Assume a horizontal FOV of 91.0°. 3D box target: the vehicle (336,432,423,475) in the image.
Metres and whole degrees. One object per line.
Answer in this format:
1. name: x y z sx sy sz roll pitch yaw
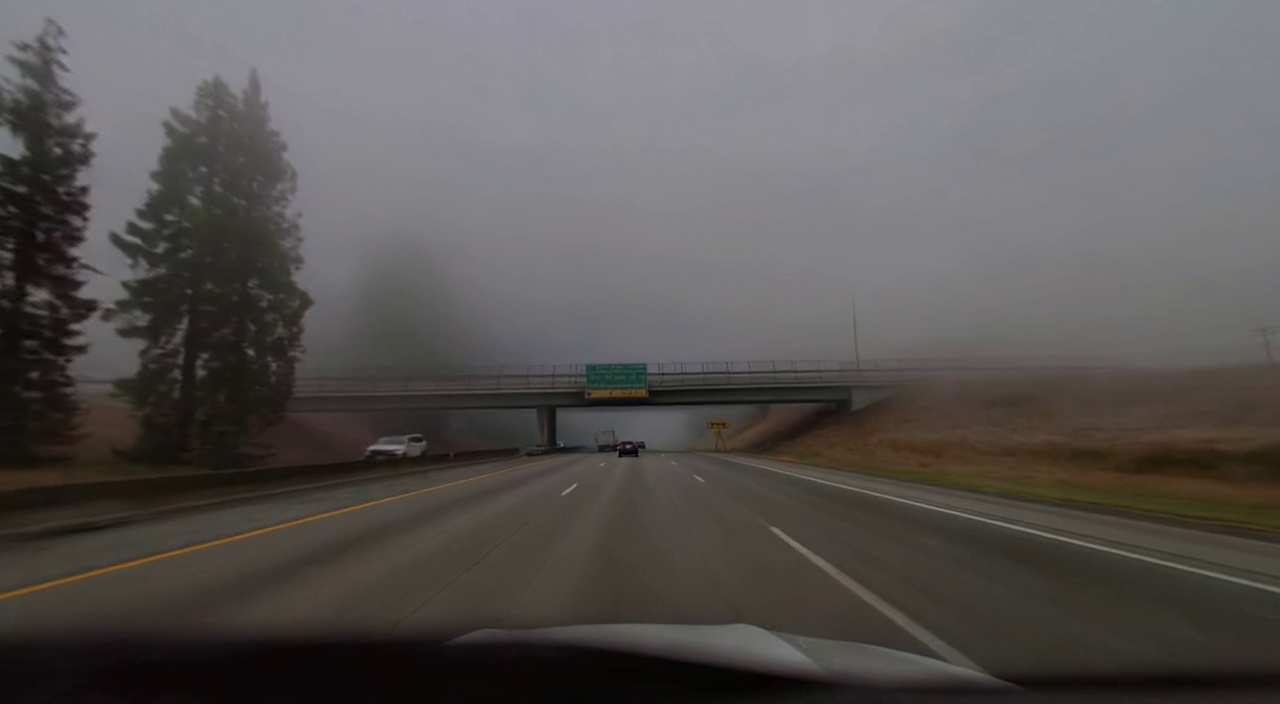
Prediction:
1. vehicle: -12.497 4.865 30.572 2.229 1.873 4.698 0 -8 0
